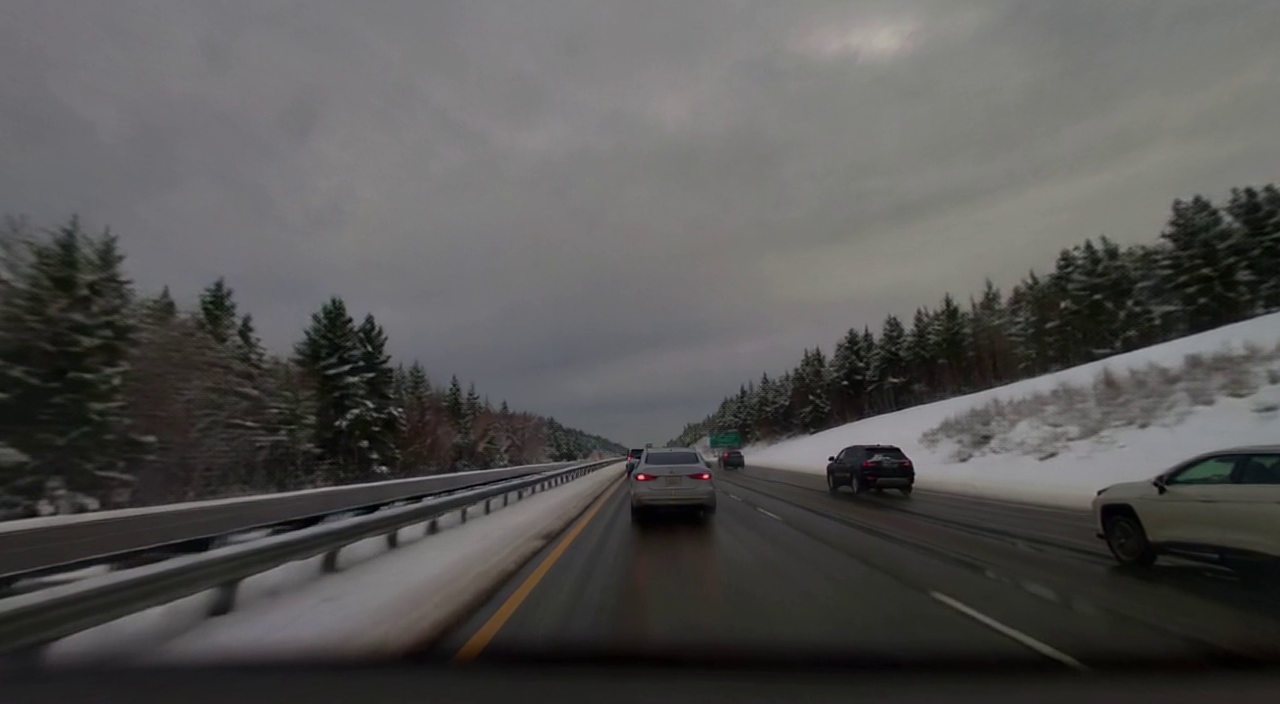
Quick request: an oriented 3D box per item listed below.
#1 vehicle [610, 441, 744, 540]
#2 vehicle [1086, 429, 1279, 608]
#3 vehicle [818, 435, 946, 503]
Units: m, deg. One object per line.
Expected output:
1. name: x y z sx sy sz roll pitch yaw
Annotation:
1. vehicle: 0.572 2.445 11.679 2.076 1.485 3.774 0 -9 0
2. vehicle: 6.355 1.418 5.455 1.965 1.484 4.090 0 -9 0
3. vehicle: 6.806 3.330 18.308 1.980 1.702 4.235 0 -9 0
